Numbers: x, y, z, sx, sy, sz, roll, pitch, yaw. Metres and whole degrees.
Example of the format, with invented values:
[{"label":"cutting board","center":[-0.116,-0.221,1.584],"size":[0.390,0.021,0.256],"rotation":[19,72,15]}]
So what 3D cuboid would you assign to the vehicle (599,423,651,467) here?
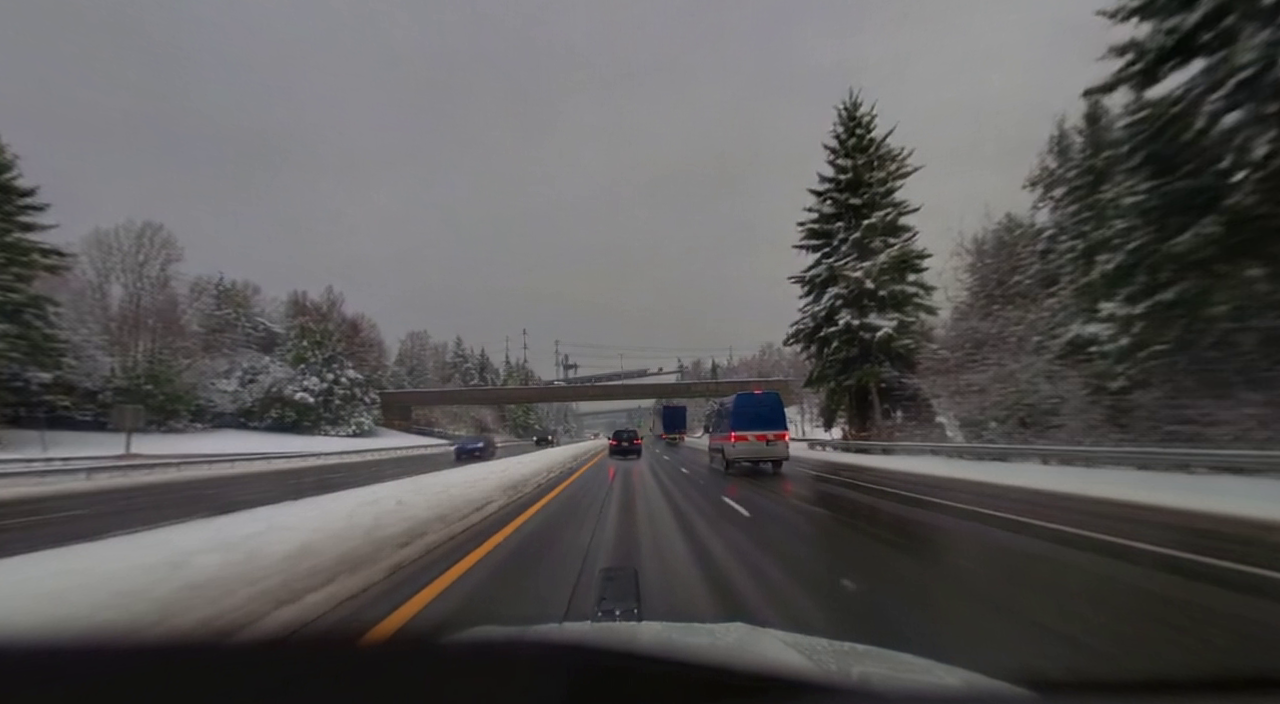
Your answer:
[{"label":"vehicle","center":[-0.655,3.992,27.261],"size":[2.073,1.750,4.116],"rotation":[0,-8,-2]}]

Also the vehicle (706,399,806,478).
[{"label":"vehicle","center":[3.998,3.131,22.956],"size":[2.387,2.506,5.374],"rotation":[0,-8,-2]}]

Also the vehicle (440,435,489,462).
[{"label":"vehicle","center":[-10.126,5.580,36.582],"size":[1.781,1.476,3.714],"rotation":[0,-8,-1]}]
